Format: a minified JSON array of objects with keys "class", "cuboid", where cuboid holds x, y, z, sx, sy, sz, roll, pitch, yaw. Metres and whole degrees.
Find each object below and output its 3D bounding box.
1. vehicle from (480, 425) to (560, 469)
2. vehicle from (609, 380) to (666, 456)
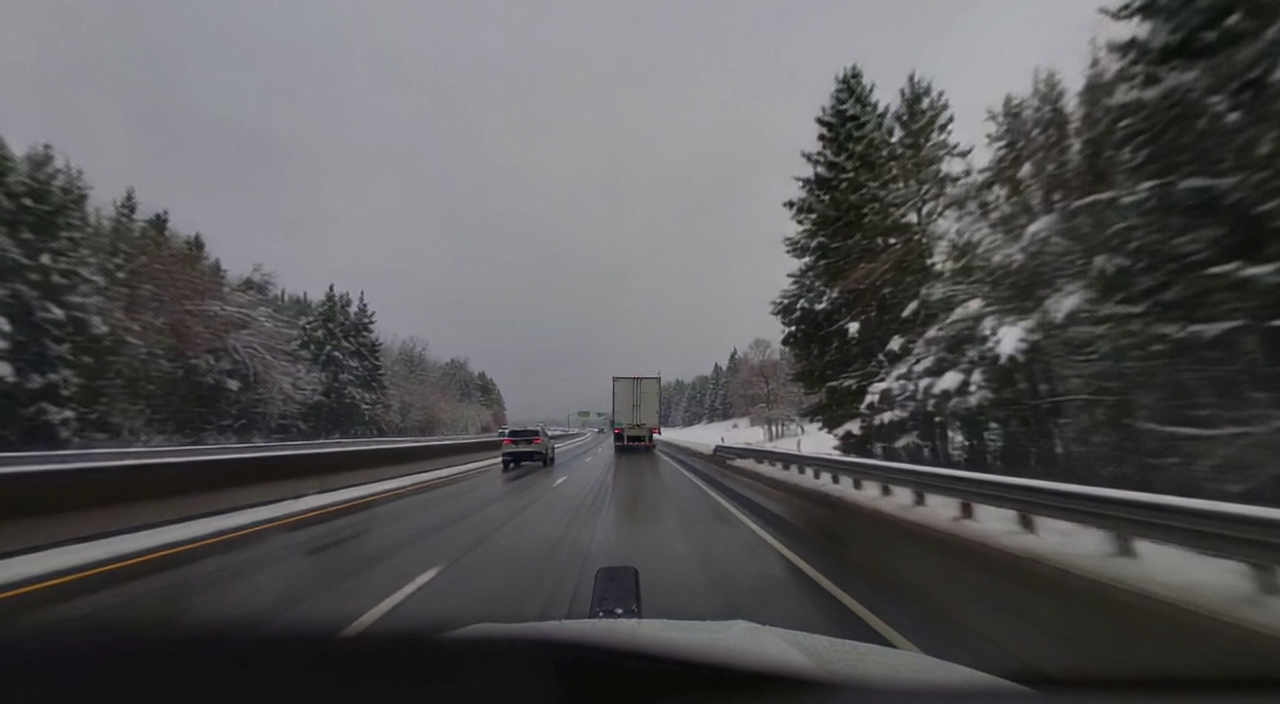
[{"class":"vehicle","cuboid":[-4.440,3.598,23.991,2.217,1.495,4.245,0,-8,0]},{"class":"vehicle","cuboid":[-0.335,4.224,38.955,3.013,4.016,11.496,0,-8,-2]}]
